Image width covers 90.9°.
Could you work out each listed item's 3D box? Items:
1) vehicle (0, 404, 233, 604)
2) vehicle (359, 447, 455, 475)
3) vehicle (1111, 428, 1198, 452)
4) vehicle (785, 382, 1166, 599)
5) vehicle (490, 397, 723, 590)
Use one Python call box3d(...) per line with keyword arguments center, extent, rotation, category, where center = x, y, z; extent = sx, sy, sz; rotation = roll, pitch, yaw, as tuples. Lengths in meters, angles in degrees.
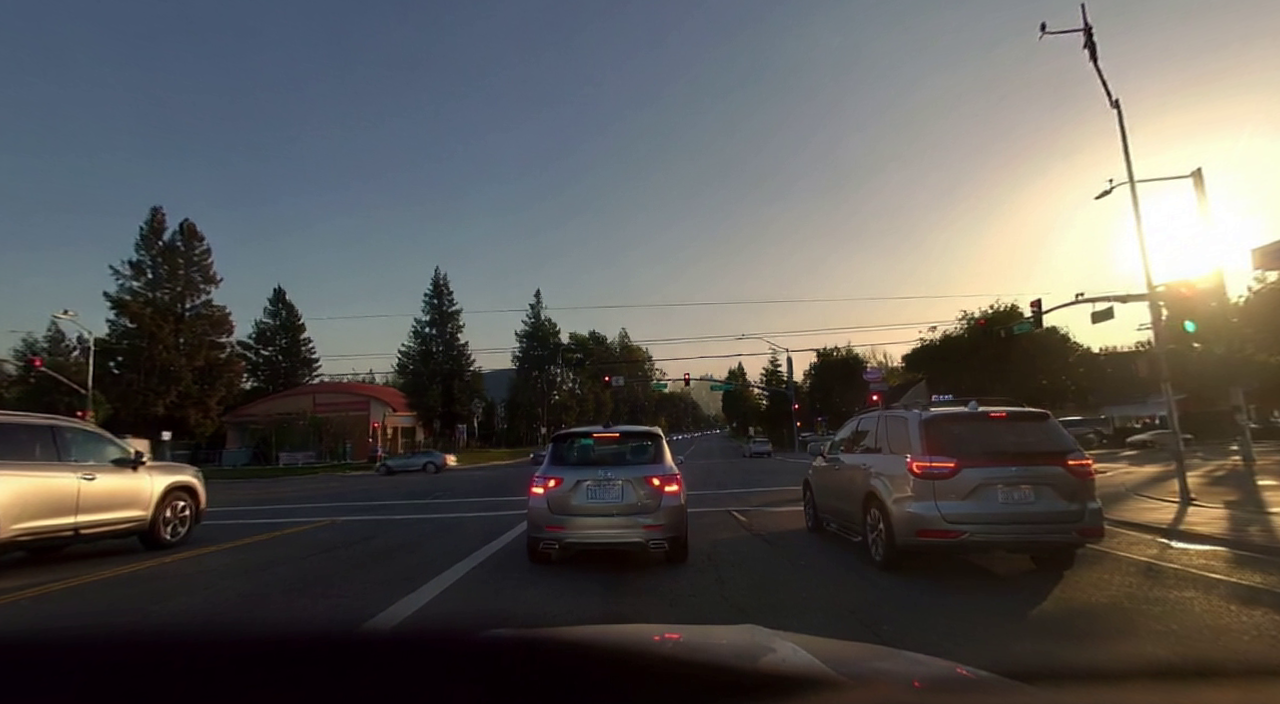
box3d(center=(-6.725, 1.447, 6.224), extent=(2.011, 1.774, 4.866), rotation=(0, -9, 2), category="vehicle")
box3d(center=(-13.015, 6.105, 35.415), extent=(4.669, 1.469, 1.855), rotation=(0, -9, -3), category="vehicle")
box3d(center=(34.304, 5.879, 42.090), extent=(4.276, 1.579, 1.762), rotation=(0, -9, -3), category="vehicle")
box3d(center=(3.266, 1.462, 7.432), extent=(2.083, 1.779, 4.347), rotation=(0, -9, 0), category="vehicle")
box3d(center=(-0.240, 1.564, 7.692), extent=(2.067, 1.702, 3.987), rotation=(0, -9, 2), category="vehicle")
